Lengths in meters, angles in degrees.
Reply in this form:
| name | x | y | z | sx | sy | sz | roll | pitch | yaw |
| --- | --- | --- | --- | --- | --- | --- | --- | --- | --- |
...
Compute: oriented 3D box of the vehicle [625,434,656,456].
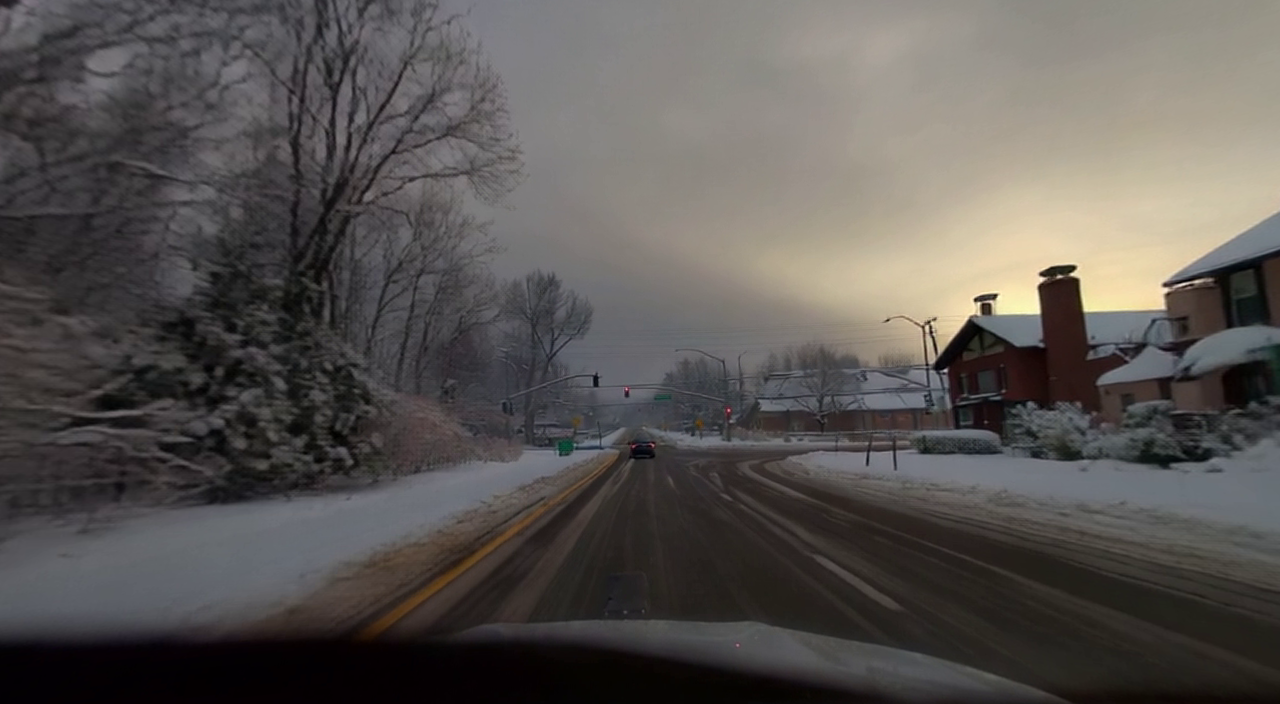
| name | x | y | z | sx | sy | sz | roll | pitch | yaw |
| --- | --- | --- | --- | --- | --- | --- | --- | --- | --- |
| vehicle | -0.017 | 6.416 | 43.621 | 2.056 | 1.473 | 4.380 | 0 | -8 | -1 |
